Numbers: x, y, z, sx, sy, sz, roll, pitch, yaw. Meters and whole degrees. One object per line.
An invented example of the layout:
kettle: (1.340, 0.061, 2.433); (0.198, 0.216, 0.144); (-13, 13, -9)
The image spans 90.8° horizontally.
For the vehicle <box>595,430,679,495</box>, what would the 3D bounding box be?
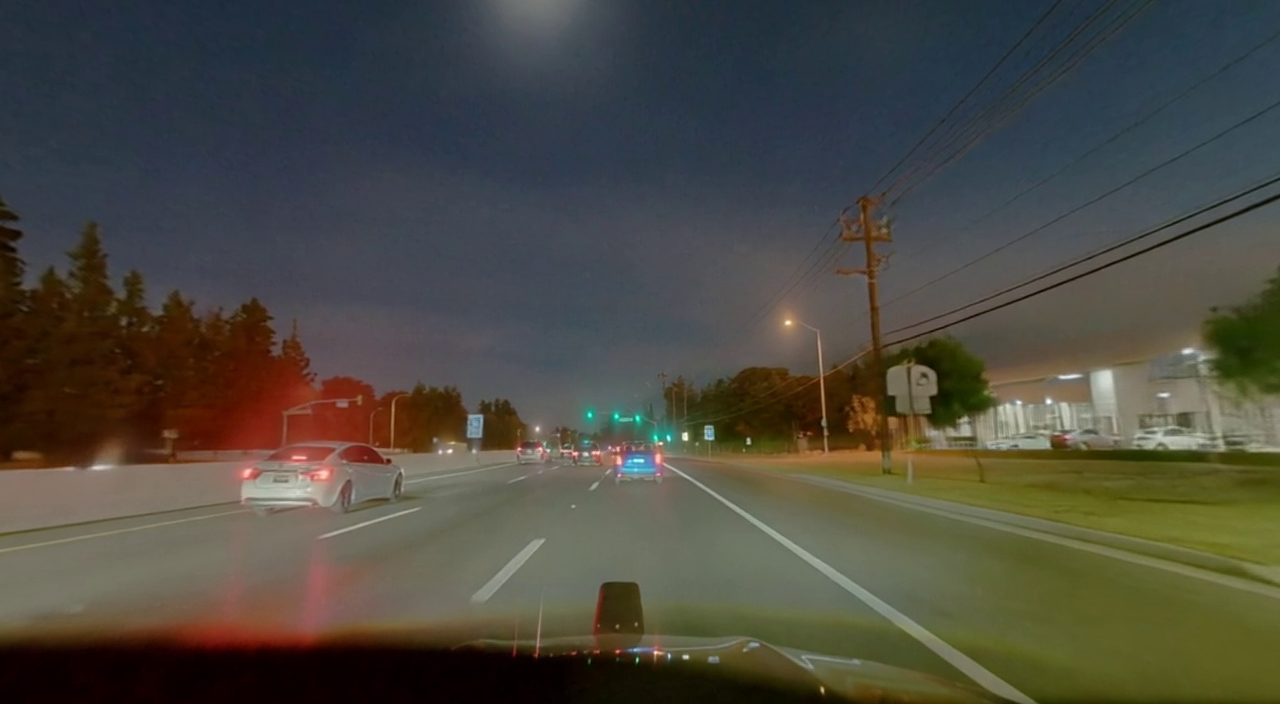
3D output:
vehicle: (-0.109, 3.154, 18.361); (2.140, 1.653, 4.108); (0, -8, -1)

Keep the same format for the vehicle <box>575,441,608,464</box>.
vehicle: (-3.389, 7.110, 44.853); (2.055, 1.510, 3.961); (0, -8, -1)

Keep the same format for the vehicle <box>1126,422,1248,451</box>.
vehicle: (29.592, 4.625, 34.306); (4.674, 1.485, 1.874); (-1, -8, 6)

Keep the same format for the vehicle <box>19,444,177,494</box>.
vehicle: (-21.074, 4.524, 24.896); (2.125, 1.745, 4.550); (0, -8, 0)

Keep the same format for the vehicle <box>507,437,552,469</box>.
vehicle: (-6.435, 5.919, 37.240); (1.914, 1.756, 4.179); (0, -8, 0)

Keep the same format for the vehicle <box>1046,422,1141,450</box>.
vehicle: (29.539, 5.514, 41.245); (4.554, 1.761, 2.095); (0, -8, 0)

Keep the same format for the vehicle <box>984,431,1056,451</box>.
vehicle: (29.079, 6.808, 48.433); (4.105, 1.306, 2.050); (-2, -8, 1)

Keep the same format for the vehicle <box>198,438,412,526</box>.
vehicle: (-6.545, 2.550, 13.084); (1.900, 1.483, 4.547); (0, -8, 0)

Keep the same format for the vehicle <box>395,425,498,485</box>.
vehicle: (-6.755, 3.664, 22.721); (2.144, 1.905, 4.967); (0, -8, 0)
